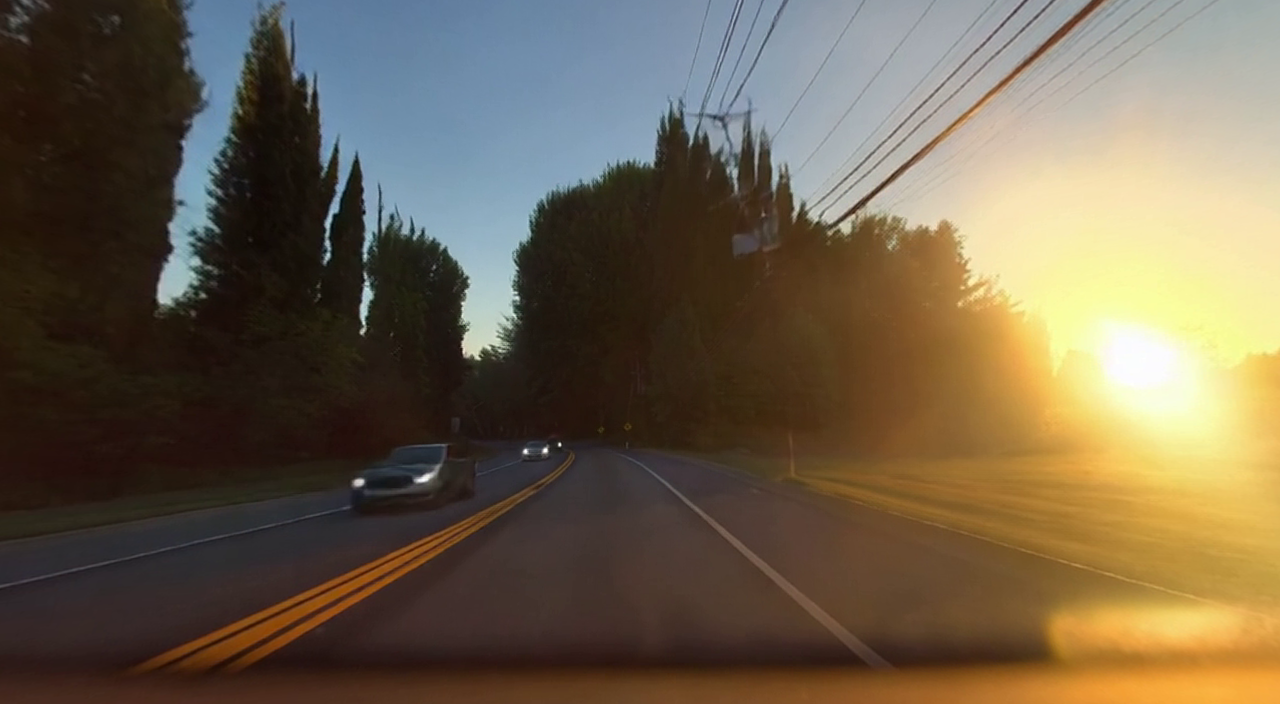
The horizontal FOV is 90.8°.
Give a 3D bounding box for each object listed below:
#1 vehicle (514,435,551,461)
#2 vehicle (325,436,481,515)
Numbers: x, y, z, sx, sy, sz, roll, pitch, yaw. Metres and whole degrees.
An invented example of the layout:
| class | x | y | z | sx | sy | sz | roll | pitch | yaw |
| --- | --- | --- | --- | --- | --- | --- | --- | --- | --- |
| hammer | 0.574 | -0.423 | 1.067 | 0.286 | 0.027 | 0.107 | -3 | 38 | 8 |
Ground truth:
| class | x | y | z | sx | sy | sz | roll | pitch | yaw |
| --- | --- | --- | --- | --- | --- | --- | --- | --- | --- |
| vehicle | -7.435 | 6.672 | 44.069 | 2.143 | 1.694 | 4.326 | 0 | -8 | -4 |
| vehicle | -5.150 | 2.707 | 14.438 | 1.950 | 1.522 | 4.180 | 0 | -8 | -1 |
